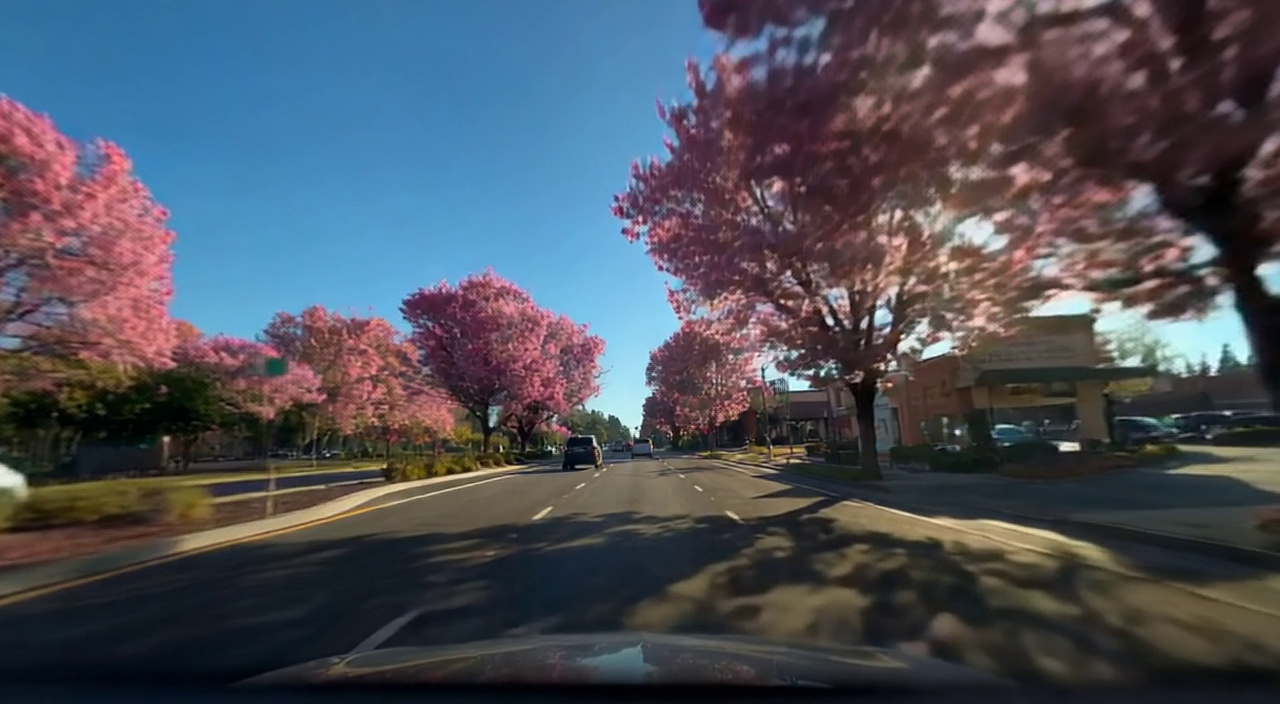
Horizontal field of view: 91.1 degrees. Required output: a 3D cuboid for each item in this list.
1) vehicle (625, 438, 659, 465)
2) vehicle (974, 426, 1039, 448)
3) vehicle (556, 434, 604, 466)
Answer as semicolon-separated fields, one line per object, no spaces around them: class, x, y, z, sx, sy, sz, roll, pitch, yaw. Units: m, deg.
vehicle;0.104;6.473;41.052;2.149;1.701;4.379;0;-8;-1
vehicle;25.430;5.908;43.702;1.728;1.443;4.505;1;-8;-1
vehicle;-3.647;6.065;38.930;2.453;1.844;4.751;0;-8;1
